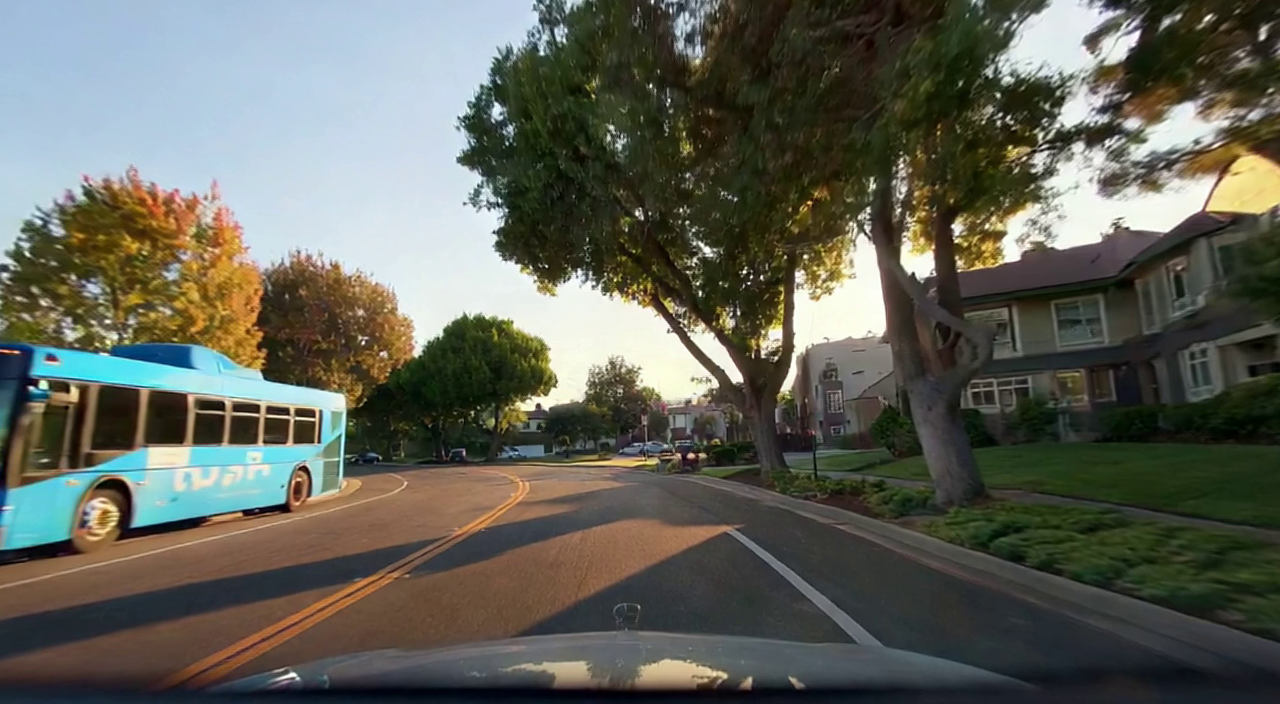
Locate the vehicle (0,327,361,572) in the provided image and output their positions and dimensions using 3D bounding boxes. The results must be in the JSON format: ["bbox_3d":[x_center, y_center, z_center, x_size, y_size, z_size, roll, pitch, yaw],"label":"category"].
[{"bbox_3d":[-8.603,1.776,11.922,2.886,2.994,8.380,0,-8,0],"label":"vehicle"}]
